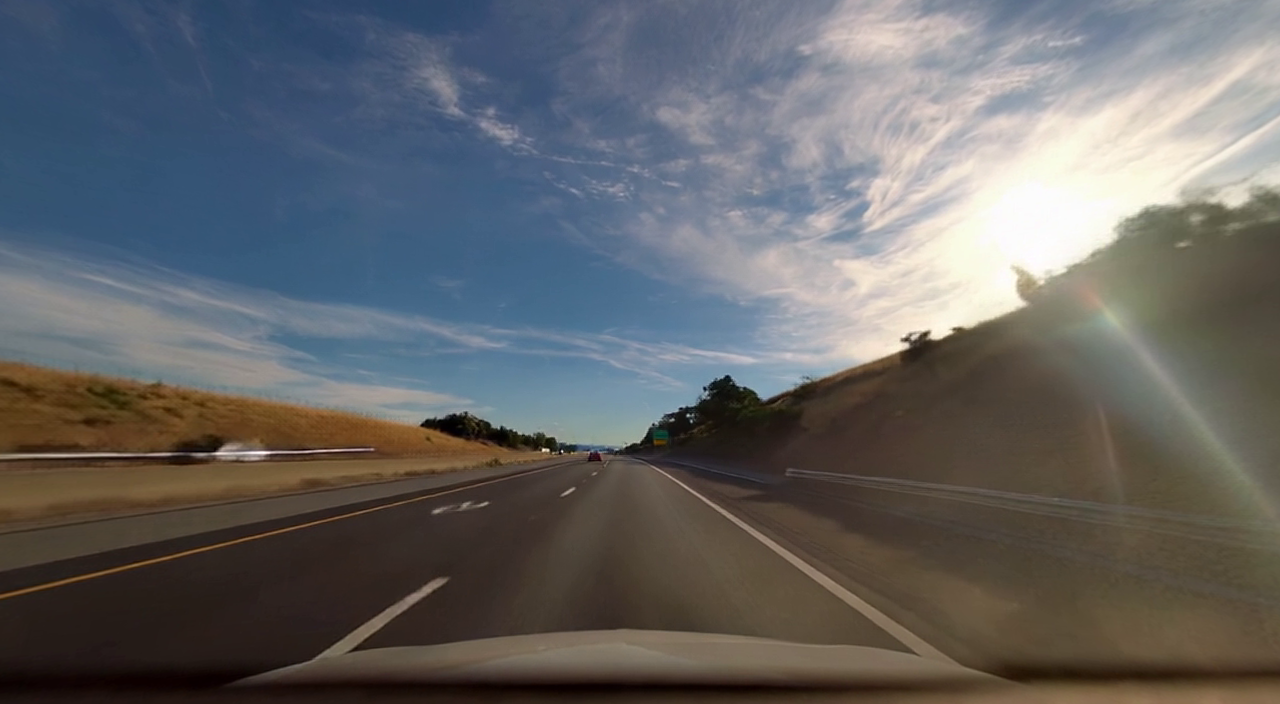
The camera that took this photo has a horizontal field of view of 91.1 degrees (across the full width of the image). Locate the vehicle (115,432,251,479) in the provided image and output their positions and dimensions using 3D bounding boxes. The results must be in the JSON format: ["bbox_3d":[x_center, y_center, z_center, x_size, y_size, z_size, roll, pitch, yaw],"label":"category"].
[{"bbox_3d":[-17.147,3.909,23.917,1.911,1.593,4.372,0,-9,-1],"label":"vehicle"}]
